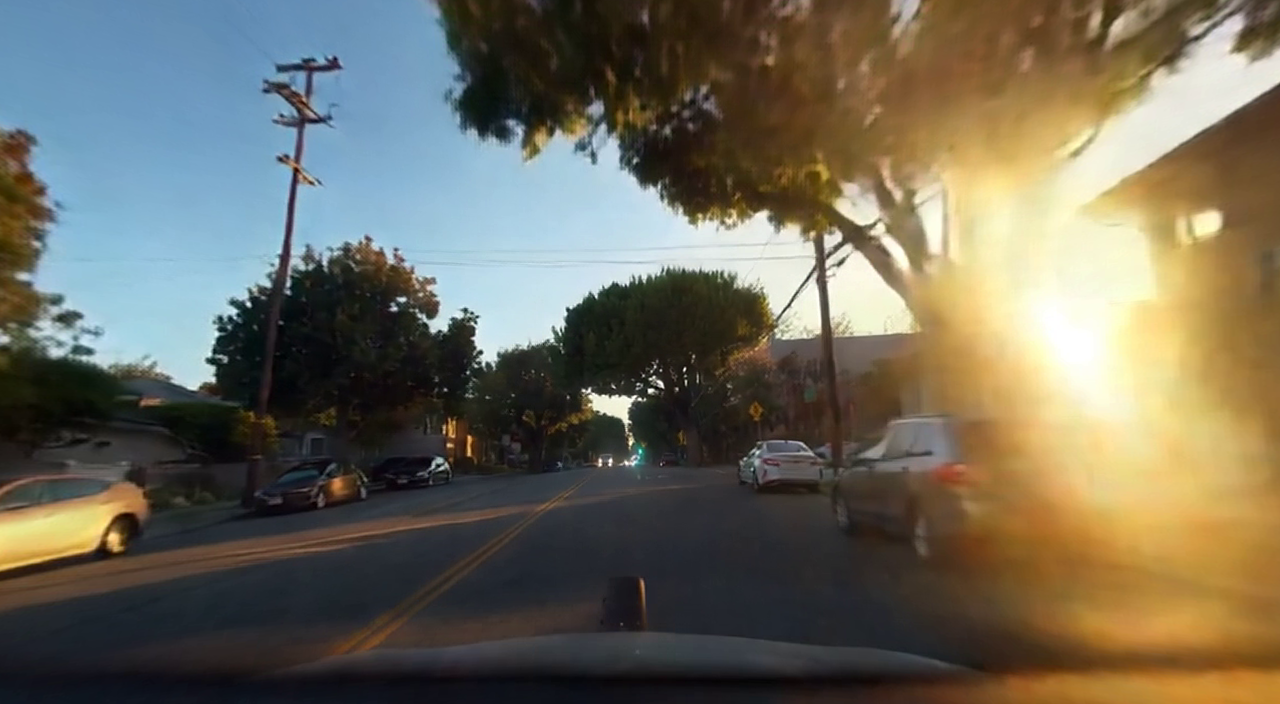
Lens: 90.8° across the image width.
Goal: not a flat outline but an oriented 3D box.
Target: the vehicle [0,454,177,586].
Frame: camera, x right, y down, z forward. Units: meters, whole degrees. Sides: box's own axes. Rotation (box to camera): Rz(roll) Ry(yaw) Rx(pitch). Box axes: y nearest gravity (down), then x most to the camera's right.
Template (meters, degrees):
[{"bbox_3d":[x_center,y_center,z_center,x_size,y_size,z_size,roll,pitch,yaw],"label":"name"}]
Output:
[{"bbox_3d":[-9.298,2.387,9.116,2.051,1.657,4.322,-3,-9,-2],"label":"vehicle"}]

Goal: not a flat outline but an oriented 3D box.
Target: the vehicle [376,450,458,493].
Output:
[{"bbox_3d":[-9.437,5.040,27.115,2.000,1.495,4.687,-3,-8,-3],"label":"vehicle"}]

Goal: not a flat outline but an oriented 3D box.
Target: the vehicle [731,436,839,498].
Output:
[{"bbox_3d":[3.840,3.130,17.636,1.946,1.468,4.721,0,-8,0],"label":"vehicle"}]

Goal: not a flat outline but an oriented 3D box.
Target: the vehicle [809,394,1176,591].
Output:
[{"bbox_3d":[3.739,1.581,7.888,2.155,1.747,4.311,-1,-8,2],"label":"vehicle"}]

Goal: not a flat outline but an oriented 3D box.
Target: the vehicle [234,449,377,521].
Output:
[{"bbox_3d":[-9.384,3.701,18.135,1.884,1.526,4.061,-5,-7,1],"label":"vehicle"}]
